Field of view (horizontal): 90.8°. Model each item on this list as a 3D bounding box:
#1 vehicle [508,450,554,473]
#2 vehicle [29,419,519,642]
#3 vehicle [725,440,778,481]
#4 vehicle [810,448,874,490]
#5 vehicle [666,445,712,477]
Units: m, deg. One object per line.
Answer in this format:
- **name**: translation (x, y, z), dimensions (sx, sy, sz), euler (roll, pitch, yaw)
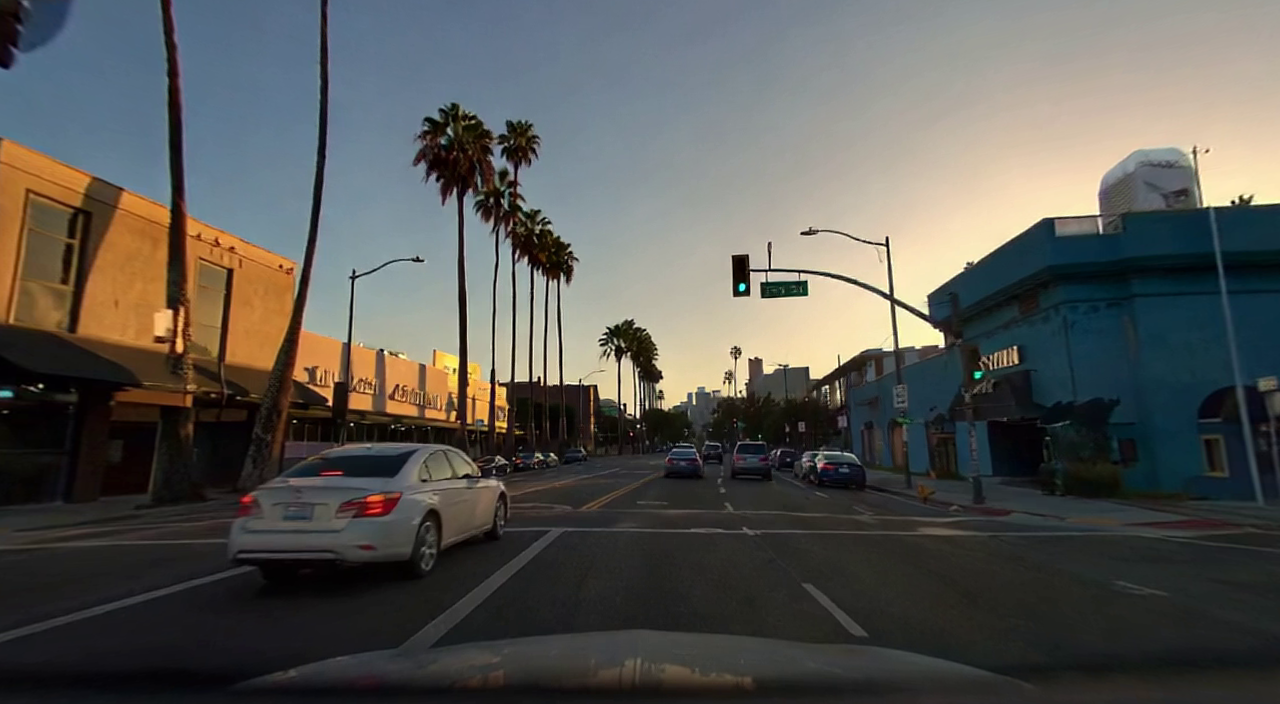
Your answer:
- **vehicle**: translation (-8.139, 8.267, 47.394), dimensions (2.188, 1.490, 4.511), euler (-4, -12, 7)
- **vehicle**: translation (-3.216, 1.661, 7.156), dimensions (2.204, 1.584, 4.921), euler (-1, -8, 7)
- **vehicle**: translation (5.072, 4.980, 29.294), dimensions (2.003, 1.702, 4.288), euler (-1, -8, 5)
- **vehicle**: translation (8.421, 4.868, 26.695), dimensions (1.914, 1.560, 4.278), euler (-2, -8, 9)
- **vehicle**: translation (2.455, 5.316, 31.210), dimensions (2.088, 1.452, 3.993), euler (-1, -8, 6)
